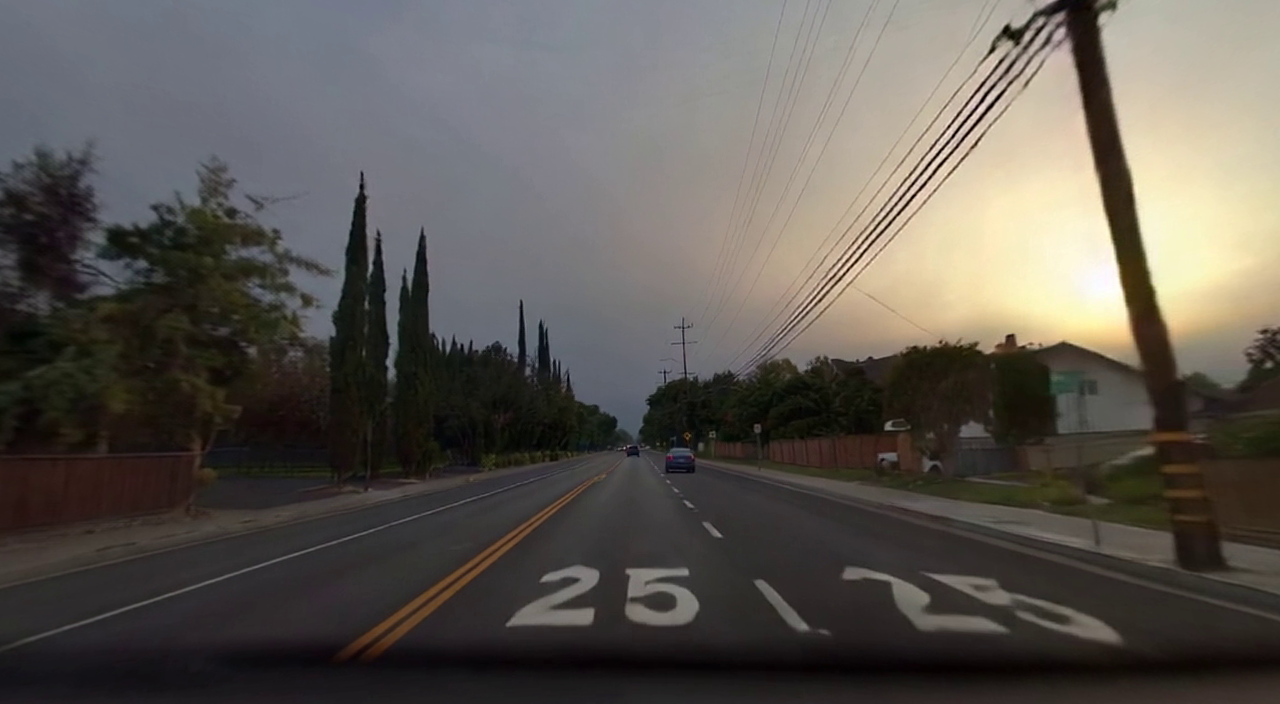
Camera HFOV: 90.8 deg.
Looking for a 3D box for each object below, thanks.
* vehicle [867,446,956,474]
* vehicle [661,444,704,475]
[{"bbox_3d":[14.496,5.769,33.863,3.838,1.405,1.992,1,-9,-6],"label":"vehicle"},{"bbox_3d":[2.150,5.615,33.128,1.975,1.497,3.647,0,-9,0],"label":"vehicle"}]
